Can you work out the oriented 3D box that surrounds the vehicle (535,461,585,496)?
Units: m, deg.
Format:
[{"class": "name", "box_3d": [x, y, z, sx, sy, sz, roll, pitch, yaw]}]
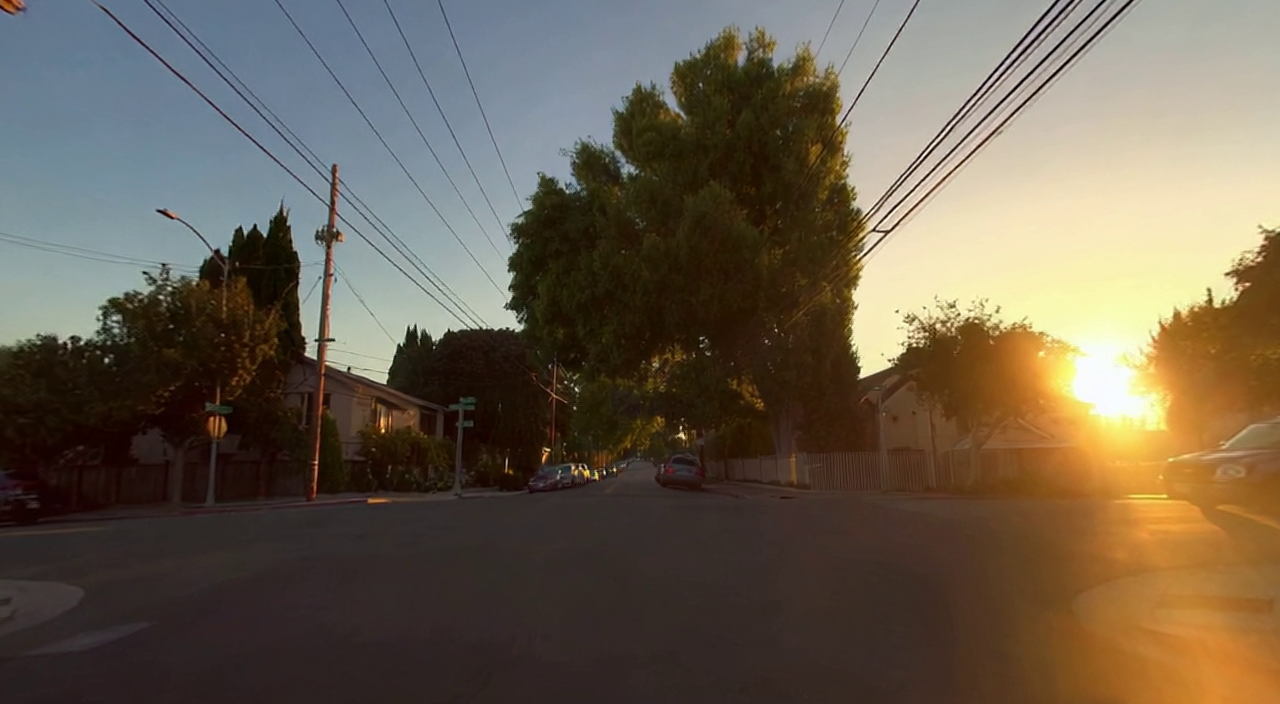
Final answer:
[{"class": "vehicle", "box_3d": [-4.296, 6.919, 34.635, 2.189, 1.771, 4.571, 0, -11, -1]}]

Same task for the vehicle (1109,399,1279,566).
[{"class": "vehicle", "box_3d": [9.695, 1.688, 8.570, 4.677, 1.949, 2.334, -1, -8, 3]}]

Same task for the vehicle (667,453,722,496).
[{"class": "vehicle", "box_3d": [2.582, 5.950, 31.072, 2.051, 1.874, 4.459, 0, -8, -3]}]
